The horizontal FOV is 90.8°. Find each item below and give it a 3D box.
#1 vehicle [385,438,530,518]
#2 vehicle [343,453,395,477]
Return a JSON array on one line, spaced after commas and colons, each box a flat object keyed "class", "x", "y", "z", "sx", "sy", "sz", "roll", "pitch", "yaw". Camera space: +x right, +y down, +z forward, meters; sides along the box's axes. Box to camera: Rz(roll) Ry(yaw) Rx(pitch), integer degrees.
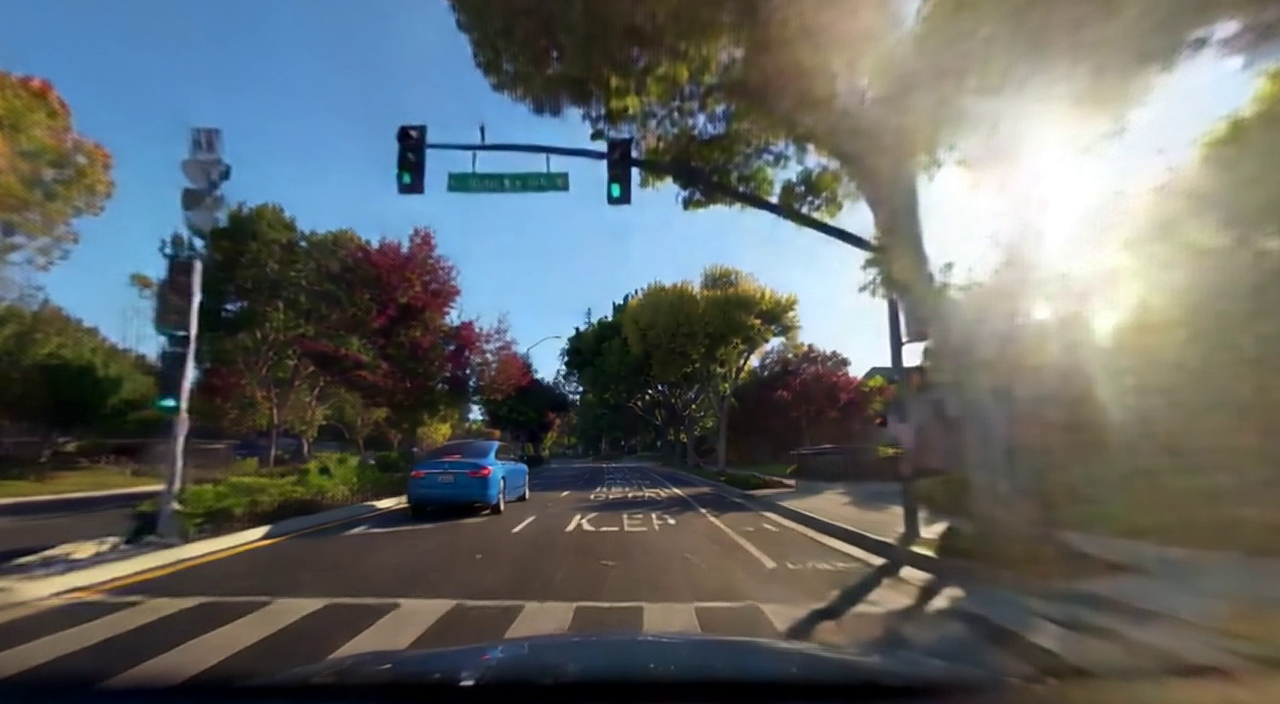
[{"class": "vehicle", "x": -3.903, "y": 2.763, "z": 14.428, "sx": 1.980, "sy": 1.508, "sz": 4.502, "roll": 0, "pitch": -8, "yaw": 0}, {"class": "vehicle", "x": -18.824, "y": 7.851, "z": 44.069, "sx": 1.874, "sy": 1.494, "sz": 4.395, "roll": 0, "pitch": -8, "yaw": -3}]
